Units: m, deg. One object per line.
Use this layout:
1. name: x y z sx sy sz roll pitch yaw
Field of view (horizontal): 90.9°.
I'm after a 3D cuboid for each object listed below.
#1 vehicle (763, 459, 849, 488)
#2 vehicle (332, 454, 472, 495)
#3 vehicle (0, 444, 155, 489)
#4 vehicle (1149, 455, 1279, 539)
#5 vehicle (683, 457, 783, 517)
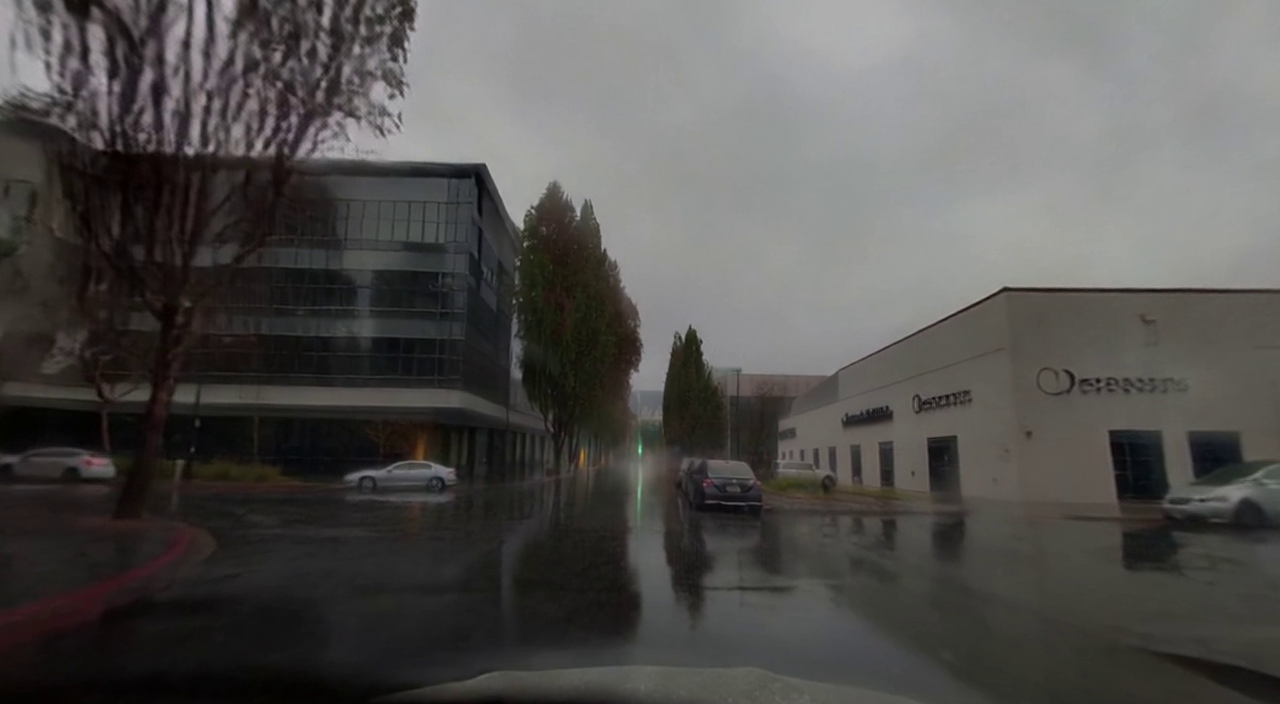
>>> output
1. vehicle: 10.268 7.573 39.225 4.782 1.698 1.882 1 -11 -3
2. vehicle: -9.458 4.913 25.312 4.770 1.448 1.983 9 -14 -39
3. vehicle: -20.229 4.085 22.467 4.118 1.482 1.889 1 -11 -3
4. vehicle: 15.178 3.335 14.427 4.824 1.728 2.246 0 -12 8
5. vehicle: 2.425 3.707 17.524 2.073 1.434 3.899 1 -11 -2
